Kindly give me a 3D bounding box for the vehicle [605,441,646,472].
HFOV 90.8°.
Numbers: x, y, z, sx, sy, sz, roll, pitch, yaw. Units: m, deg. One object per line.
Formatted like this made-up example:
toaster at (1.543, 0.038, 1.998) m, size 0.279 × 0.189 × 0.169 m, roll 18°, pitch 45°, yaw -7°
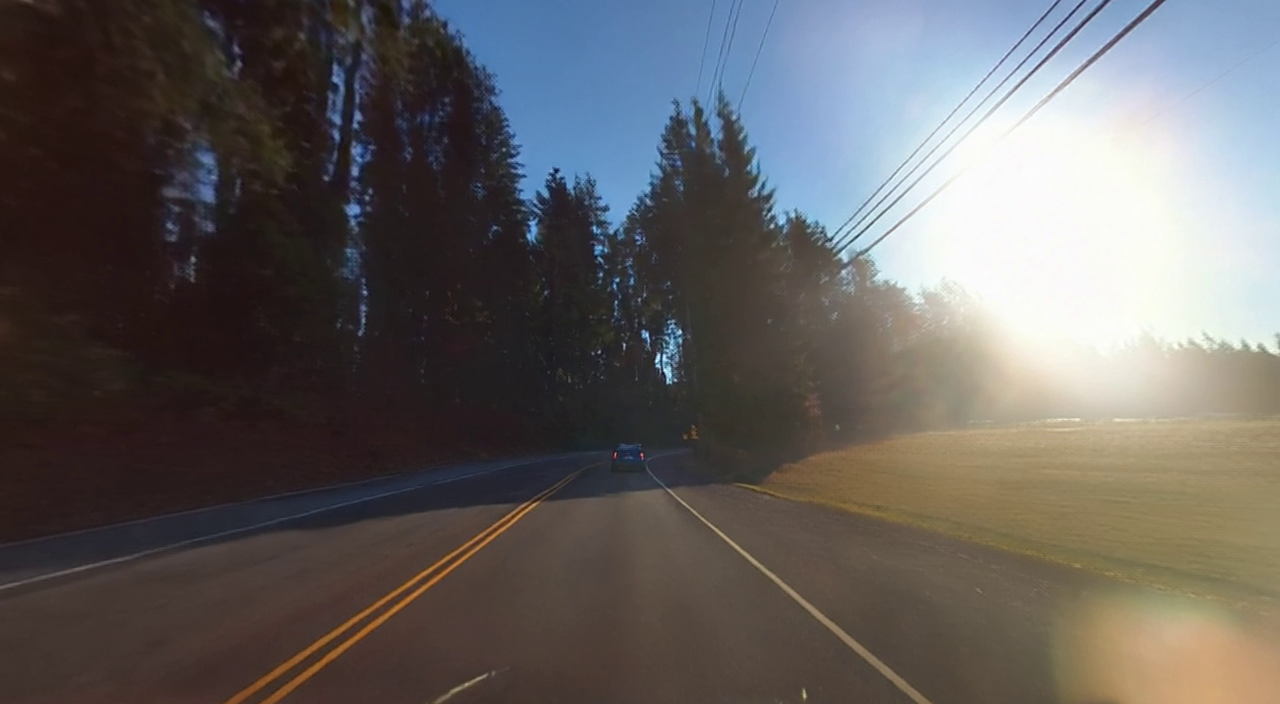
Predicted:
vehicle at (-0.759, 5.638, 34.290) m, size 2.059 × 1.524 × 3.963 m, roll 1°, pitch -9°, yaw 0°
